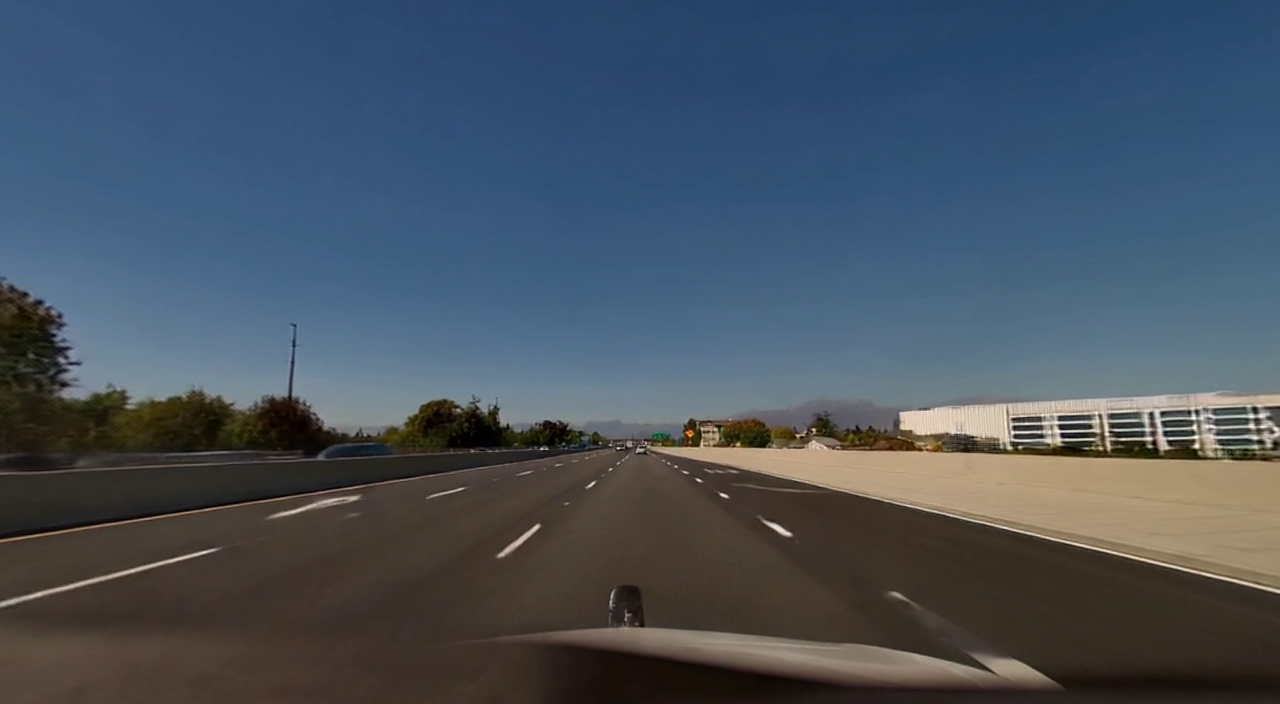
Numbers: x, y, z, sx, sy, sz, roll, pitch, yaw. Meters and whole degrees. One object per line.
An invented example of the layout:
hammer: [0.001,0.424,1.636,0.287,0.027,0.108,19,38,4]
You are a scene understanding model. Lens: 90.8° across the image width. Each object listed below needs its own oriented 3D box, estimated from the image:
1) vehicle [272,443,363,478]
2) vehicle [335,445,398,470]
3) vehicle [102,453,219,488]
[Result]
vehicle: [-14.949,5.039,29.563,1.943,1.481,4.364,0,-9,0]
vehicle: [-18.288,7.071,42.467,2.123,1.517,4.776,0,-9,0]
vehicle: [-21.896,5.399,29.083,1.857,1.456,4.536,0,-9,0]
